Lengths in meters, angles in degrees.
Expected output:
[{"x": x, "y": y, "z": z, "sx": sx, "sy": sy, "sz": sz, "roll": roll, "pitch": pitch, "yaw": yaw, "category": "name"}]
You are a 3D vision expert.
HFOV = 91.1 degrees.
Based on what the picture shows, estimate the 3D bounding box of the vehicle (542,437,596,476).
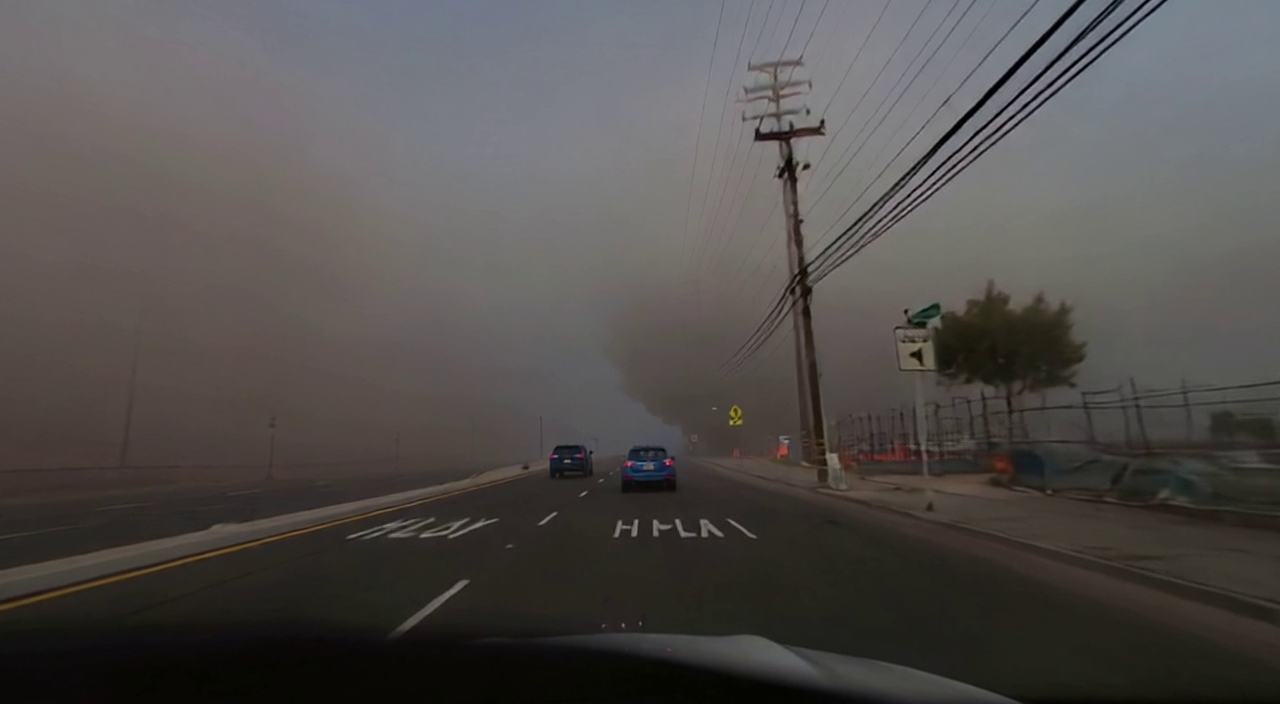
[{"x": -3.472, "y": 5.191, "z": 31.443, "sx": 2.078, "sy": 1.804, "sz": 4.387, "roll": -1, "pitch": -8, "yaw": 1, "category": "vehicle"}]

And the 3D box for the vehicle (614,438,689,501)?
[{"x": 0.314, "y": 3.542, "z": 19.358, "sx": 2.059, "sy": 1.691, "sz": 3.980, "roll": 0, "pitch": -8, "yaw": 0, "category": "vehicle"}]
